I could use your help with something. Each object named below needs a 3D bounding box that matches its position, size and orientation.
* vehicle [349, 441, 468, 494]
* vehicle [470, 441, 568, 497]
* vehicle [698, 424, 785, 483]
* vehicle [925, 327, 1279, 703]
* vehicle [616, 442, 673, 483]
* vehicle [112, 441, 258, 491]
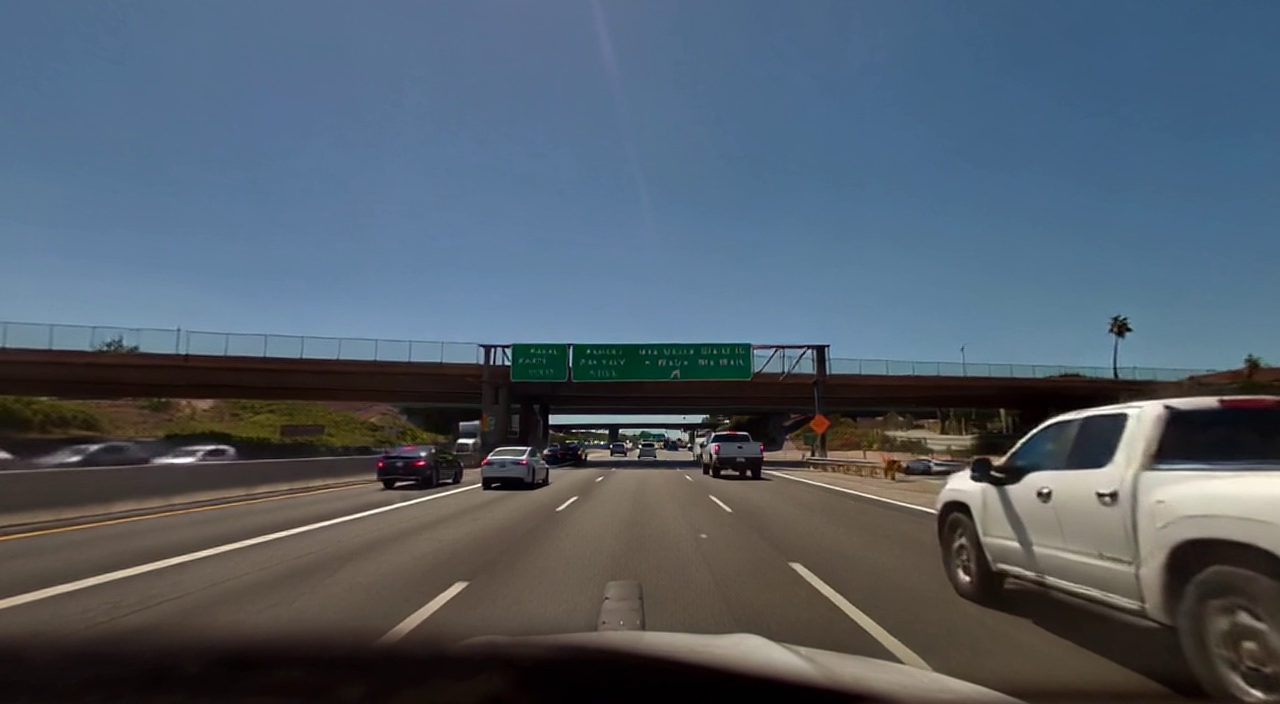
[{"bbox_3d":[-7.381,3.716,20.628,2.065,1.519,4.491,0,-9,2],"label":"vehicle"},{"bbox_3d":[-3.520,3.507,19.223,1.996,1.488,4.451,0,-9,2],"label":"vehicle"},{"bbox_3d":[4.082,4.286,26.734,2.802,2.151,6.579,0,-9,2],"label":"vehicle"},{"bbox_3d":[3.648,0.952,3.595,2.045,1.768,4.249,0,-9,0],"label":"vehicle"},{"bbox_3d":[0.219,4.372,25.162,2.071,1.478,4.130,0,-9,1],"label":"vehicle"},{"bbox_3d":[-15.795,3.957,22.183,1.880,1.565,4.171,0,-9,2],"label":"vehicle"}]
